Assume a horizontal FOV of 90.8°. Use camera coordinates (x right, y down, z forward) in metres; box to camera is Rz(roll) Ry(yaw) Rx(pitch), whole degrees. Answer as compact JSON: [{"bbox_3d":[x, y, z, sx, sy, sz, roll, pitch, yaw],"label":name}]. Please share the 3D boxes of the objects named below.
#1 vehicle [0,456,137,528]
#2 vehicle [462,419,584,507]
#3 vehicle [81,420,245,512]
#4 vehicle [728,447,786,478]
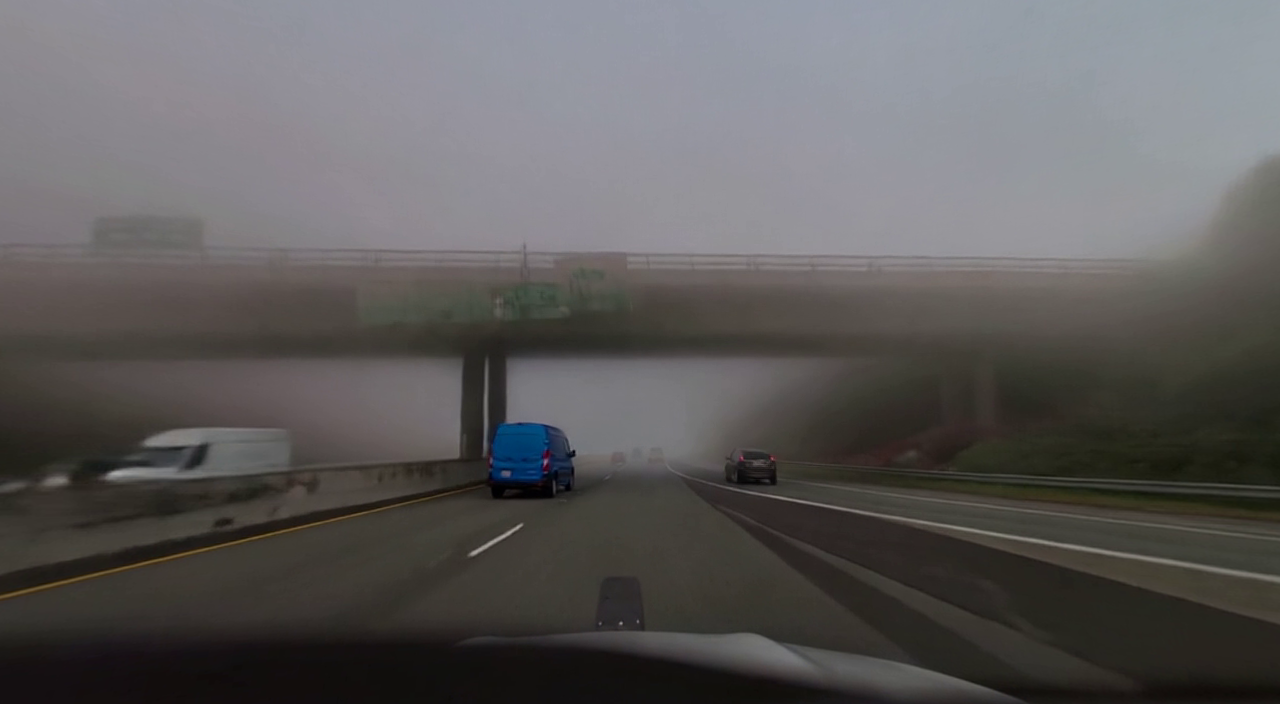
[{"bbox_3d":[-16.352,3.651,16.843,1.960,1.632,4.602,0,-9,1],"label":"vehicle"},{"bbox_3d":[-2.969,2.984,17.329,2.310,2.030,5.094,0,-8,1],"label":"vehicle"},{"bbox_3d":[-16.299,3.877,21.923,2.186,2.850,4.135,-1,-9,2],"label":"vehicle"},{"bbox_3d":[6.187,5.888,33.970,1.972,1.492,4.623,0,-9,-4],"label":"vehicle"}]
